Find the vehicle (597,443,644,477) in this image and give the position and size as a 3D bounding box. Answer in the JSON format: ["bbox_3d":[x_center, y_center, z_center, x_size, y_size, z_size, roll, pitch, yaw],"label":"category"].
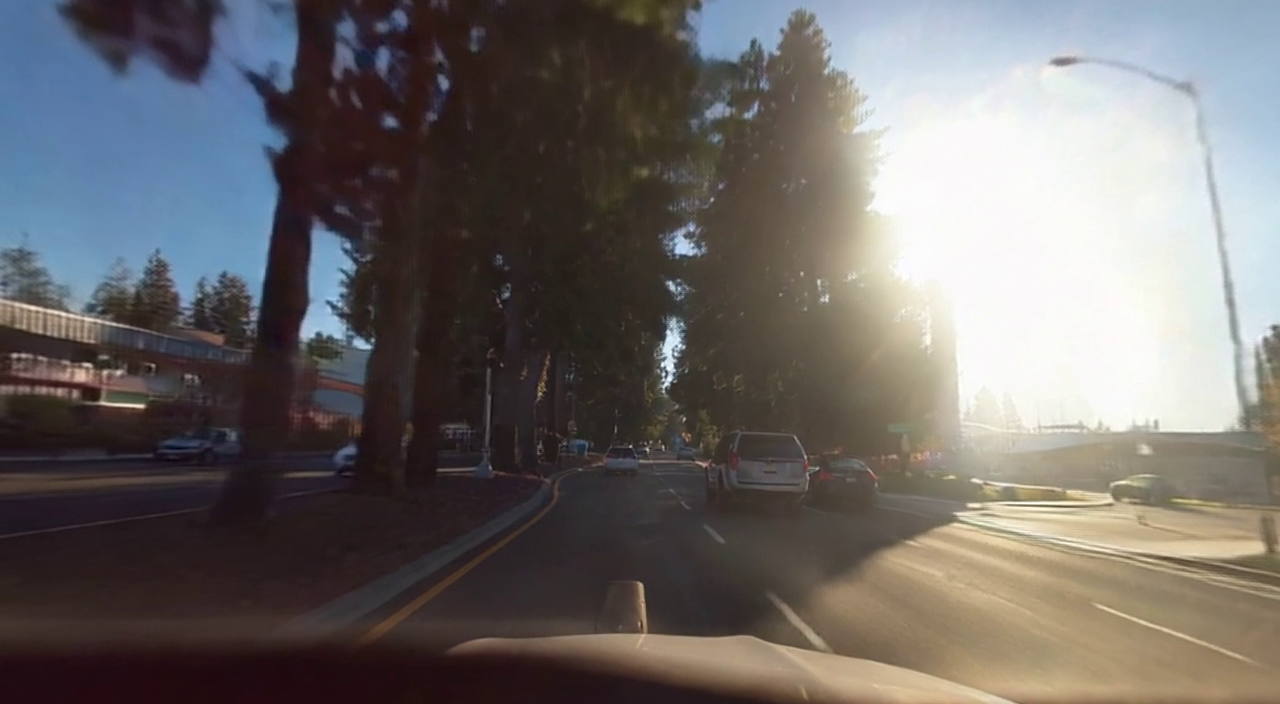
[{"bbox_3d":[-0.888,5.129,30.176,2.119,1.460,3.847,0,-9,-1],"label":"vehicle"}]

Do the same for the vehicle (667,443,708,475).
[{"bbox_3d":[2.676,6.213,36.867,1.922,1.708,4.126,0,-9,-2],"label":"vehicle"}]

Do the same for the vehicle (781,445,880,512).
[{"bbox_3d":[6.266,4.155,21.304,1.913,1.777,4.269,7,-9,1],"label":"vehicle"}]

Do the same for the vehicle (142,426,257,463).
[{"bbox_3d":[-19.269,4.110,27.945,1.877,1.446,4.593,0,-9,-1],"label":"vehicle"}]

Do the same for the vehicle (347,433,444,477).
[{"bbox_3d":[-8.803,3.762,23.206,1.861,1.456,4.303,1,-9,-1],"label":"vehicle"}]

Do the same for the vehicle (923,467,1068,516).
[{"bbox_3d":[14.200,5.585,25.531,4.545,1.770,2.057,-2,-9,9],"label":"vehicle"}]

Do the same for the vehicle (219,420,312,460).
[{"bbox_3d":[-19.483,4.659,33.181,2.056,1.899,4.803,0,-9,-3],"label":"vehicle"}]

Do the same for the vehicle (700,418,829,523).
[{"bbox_3d":[2.742,2.730,14.975,2.035,1.940,4.299,5,-9,-1],"label":"vehicle"}]

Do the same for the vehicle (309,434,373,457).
[{"bbox_3d":[-19.503,6.171,41.454,1.913,1.417,4.592,0,-9,0],"label":"vehicle"}]
